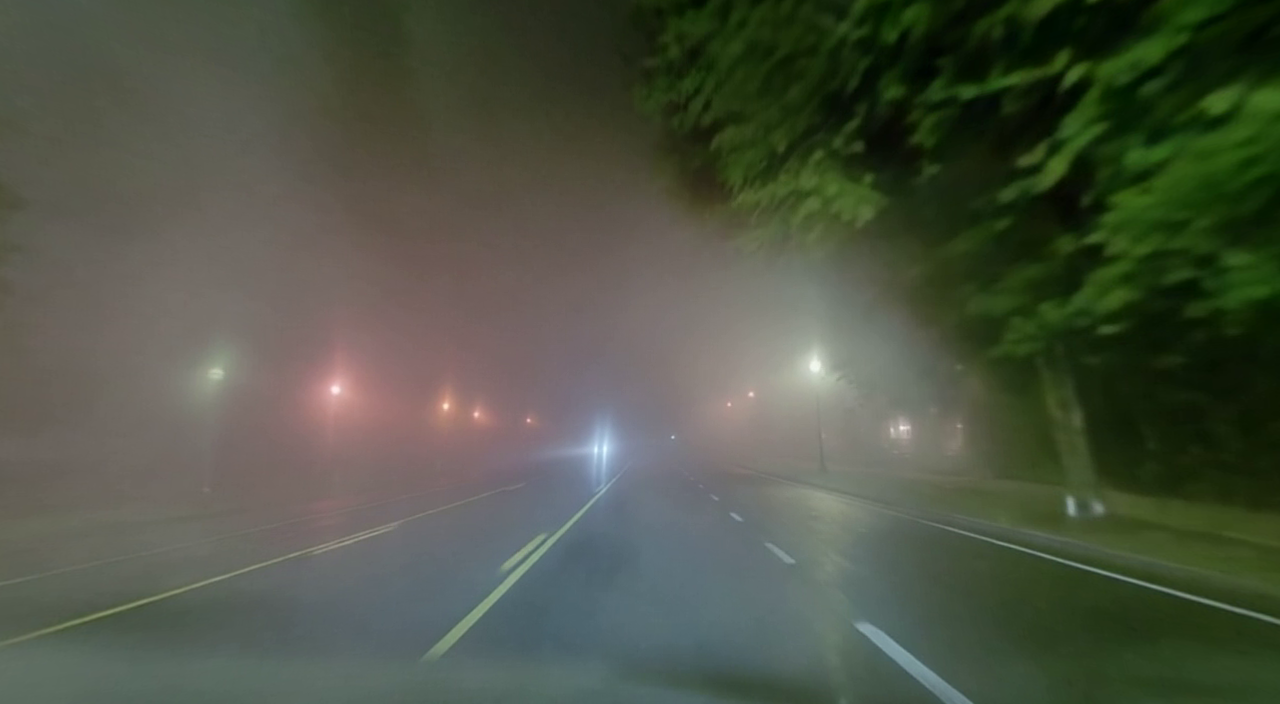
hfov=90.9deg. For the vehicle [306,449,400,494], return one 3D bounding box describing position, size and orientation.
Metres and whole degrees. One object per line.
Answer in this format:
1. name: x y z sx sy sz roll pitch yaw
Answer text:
1. vehicle: -12.407 5.158 27.638 1.921 1.611 4.713 -4 -8 1
